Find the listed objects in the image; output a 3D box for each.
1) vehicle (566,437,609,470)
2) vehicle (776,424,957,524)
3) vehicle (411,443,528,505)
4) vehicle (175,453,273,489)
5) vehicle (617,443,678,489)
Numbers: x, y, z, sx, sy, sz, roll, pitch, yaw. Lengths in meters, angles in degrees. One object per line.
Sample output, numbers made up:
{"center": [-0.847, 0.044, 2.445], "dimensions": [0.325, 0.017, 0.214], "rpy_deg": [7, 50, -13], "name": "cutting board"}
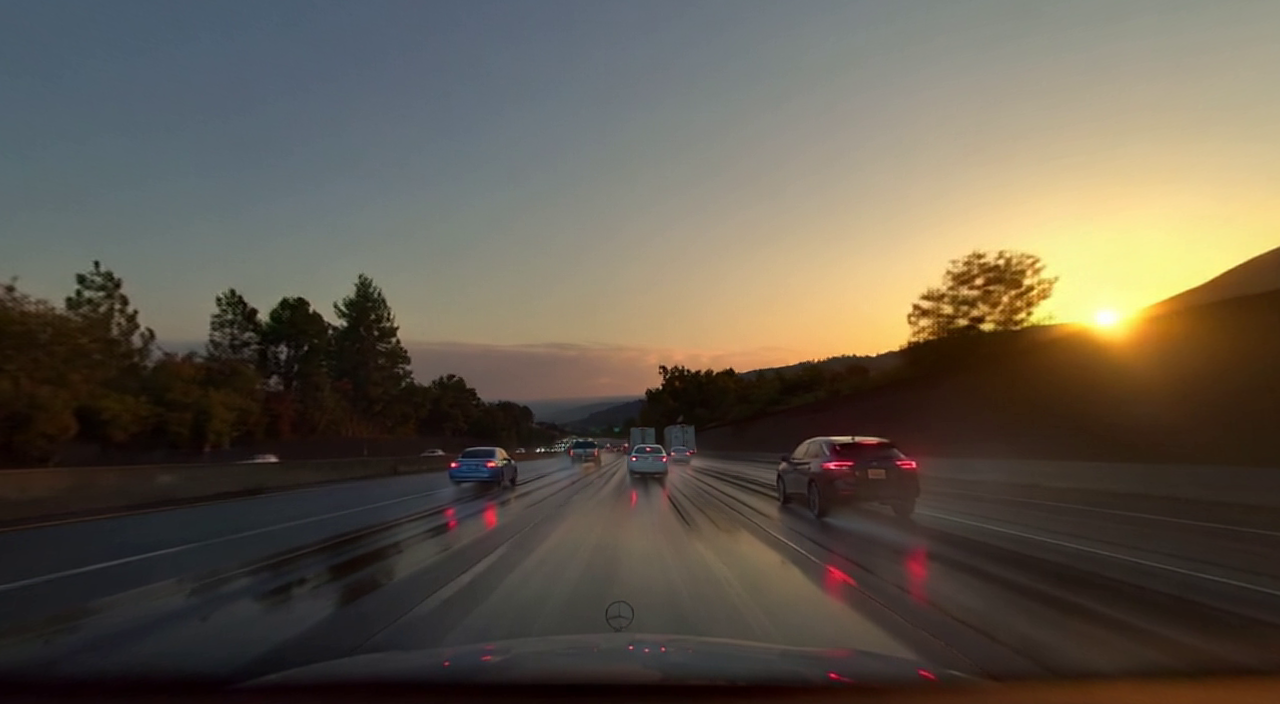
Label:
{"center": [-3.256, 6.446, 39.881], "dimensions": [2.230, 1.973, 4.403], "rpy_deg": [-1, -9, 2], "name": "vehicle"}
{"center": [4.260, 2.371, 12.624], "dimensions": [2.018, 1.639, 4.149], "rpy_deg": [0, -9, -1], "name": "vehicle"}
{"center": [-4.537, 3.297, 17.438], "dimensions": [1.967, 1.473, 4.439], "rpy_deg": [0, -9, 1], "name": "vehicle"}
{"center": [-20.378, 5.806, 30.941], "dimensions": [1.901, 1.582, 4.159], "rpy_deg": [-1, -9, 1], "name": "vehicle"}
{"center": [0.252, 4.153, 23.167], "dimensions": [2.015, 1.526, 4.286], "rpy_deg": [0, -9, 0], "name": "vehicle"}
